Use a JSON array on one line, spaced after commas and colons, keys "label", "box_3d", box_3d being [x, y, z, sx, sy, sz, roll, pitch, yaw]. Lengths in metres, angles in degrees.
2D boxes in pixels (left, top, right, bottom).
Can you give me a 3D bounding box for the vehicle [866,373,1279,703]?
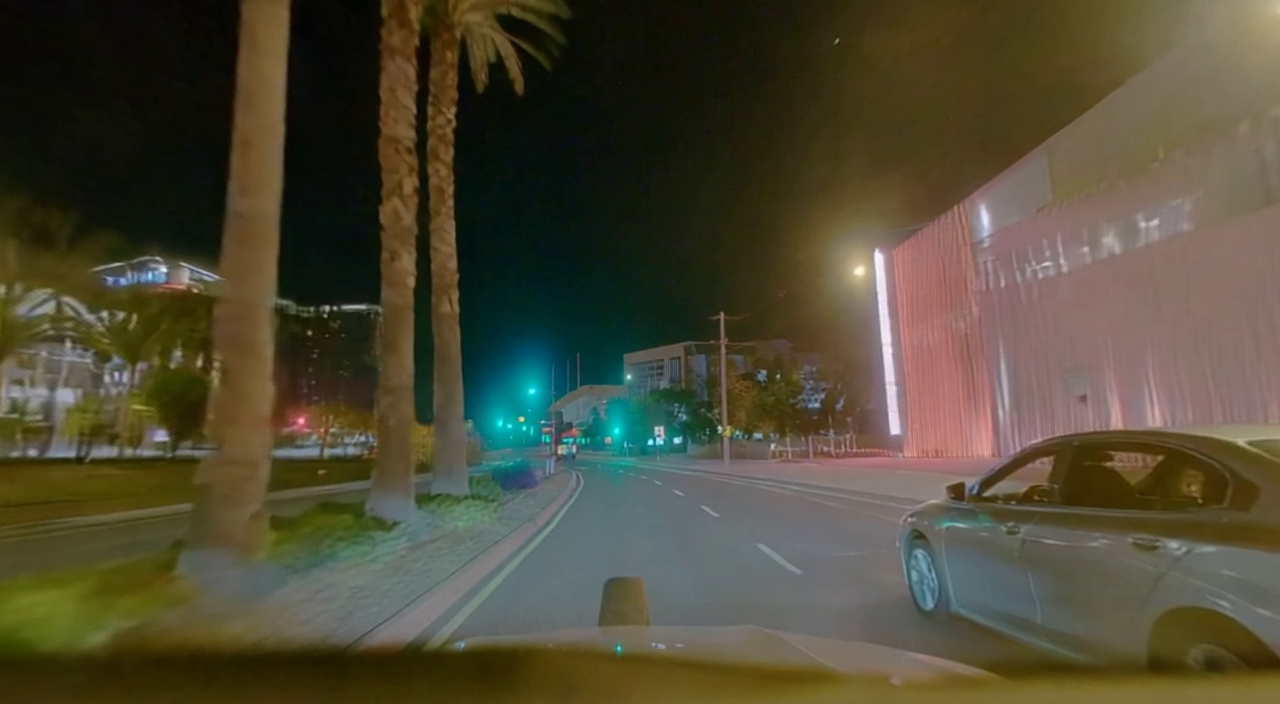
[{"label": "vehicle", "box_3d": [3.065, 1.074, 3.587, 1.867, 1.554, 4.301, 0, -9, -1]}]
